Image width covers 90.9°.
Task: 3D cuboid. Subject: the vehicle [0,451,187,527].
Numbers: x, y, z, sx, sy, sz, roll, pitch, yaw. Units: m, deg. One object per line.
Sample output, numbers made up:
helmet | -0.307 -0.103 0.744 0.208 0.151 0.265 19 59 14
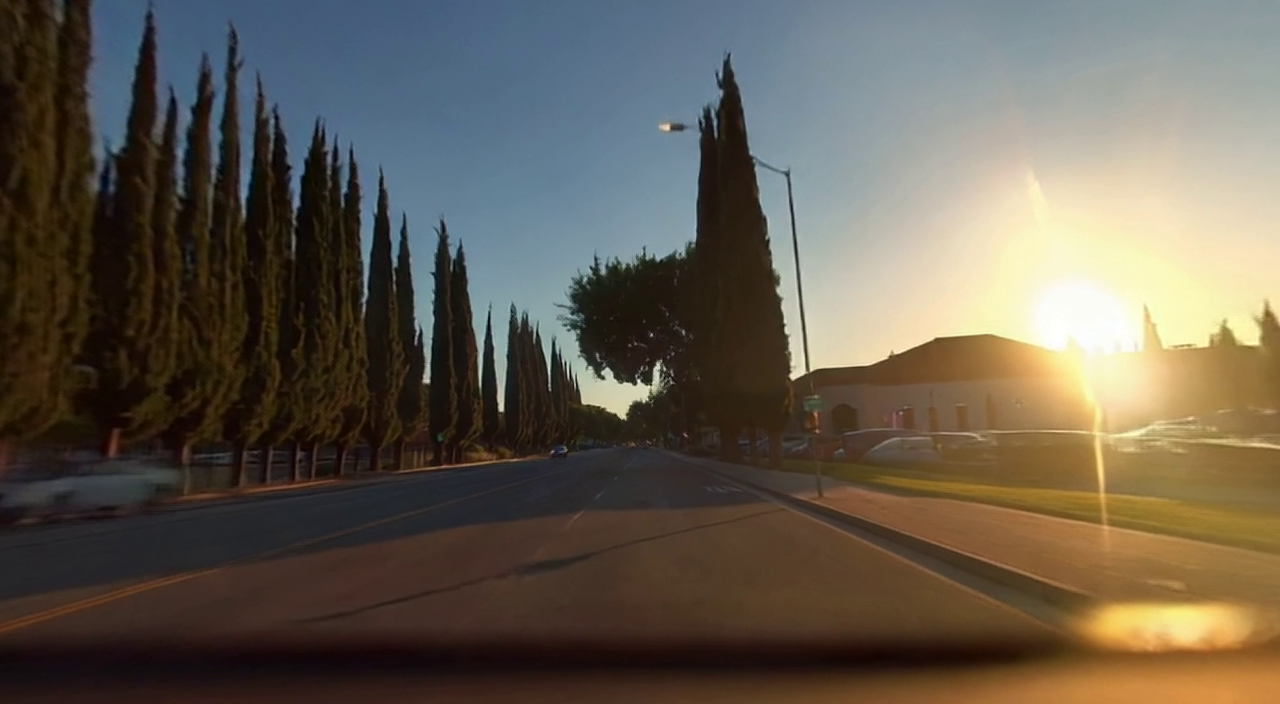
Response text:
vehicle | -14.083 3.323 15.707 2.044 1.514 4.704 -4 -9 2

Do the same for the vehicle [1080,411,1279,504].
vehicle | 11.129 1.909 11.424 4.708 1.511 2.022 0 -9 1
